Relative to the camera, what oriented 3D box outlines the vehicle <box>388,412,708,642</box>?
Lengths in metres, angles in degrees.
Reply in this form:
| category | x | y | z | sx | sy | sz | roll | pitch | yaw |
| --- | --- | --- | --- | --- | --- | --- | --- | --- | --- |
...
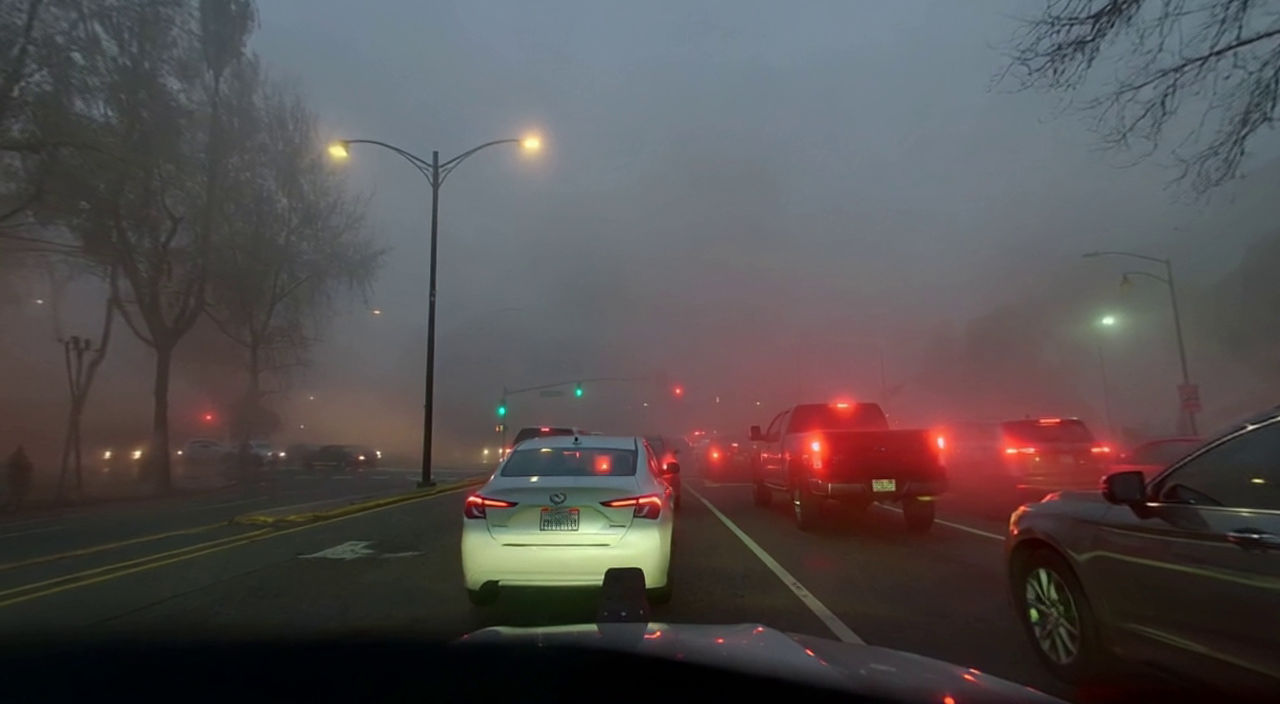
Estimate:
| category | x | y | z | sx | sy | sz | roll | pitch | yaw |
| --- | --- | --- | --- | --- | --- | --- | --- | --- | --- |
| vehicle | -0.570 | 1.502 | 6.446 | 2.172 | 1.536 | 4.250 | 0 | -9 | 2 |

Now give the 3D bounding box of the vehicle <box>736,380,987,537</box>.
| category | x | y | z | sx | sy | sz | roll | pitch | yaw |
| --- | --- | --- | --- | --- | --- | --- | --- | --- | --- |
| vehicle | 3.538 | 1.917 | 11.764 | 2.497 | 2.186 | 5.890 | 0 | -9 | 0 |

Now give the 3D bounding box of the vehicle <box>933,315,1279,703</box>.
| category | x | y | z | sx | sy | sz | roll | pitch | yaw |
| --- | --- | --- | --- | --- | --- | --- | --- | --- | --- |
| vehicle | 3.162 | 0.764 | 2.215 | 2.024 | 1.723 | 4.714 | 0 | -9 | 1 |
